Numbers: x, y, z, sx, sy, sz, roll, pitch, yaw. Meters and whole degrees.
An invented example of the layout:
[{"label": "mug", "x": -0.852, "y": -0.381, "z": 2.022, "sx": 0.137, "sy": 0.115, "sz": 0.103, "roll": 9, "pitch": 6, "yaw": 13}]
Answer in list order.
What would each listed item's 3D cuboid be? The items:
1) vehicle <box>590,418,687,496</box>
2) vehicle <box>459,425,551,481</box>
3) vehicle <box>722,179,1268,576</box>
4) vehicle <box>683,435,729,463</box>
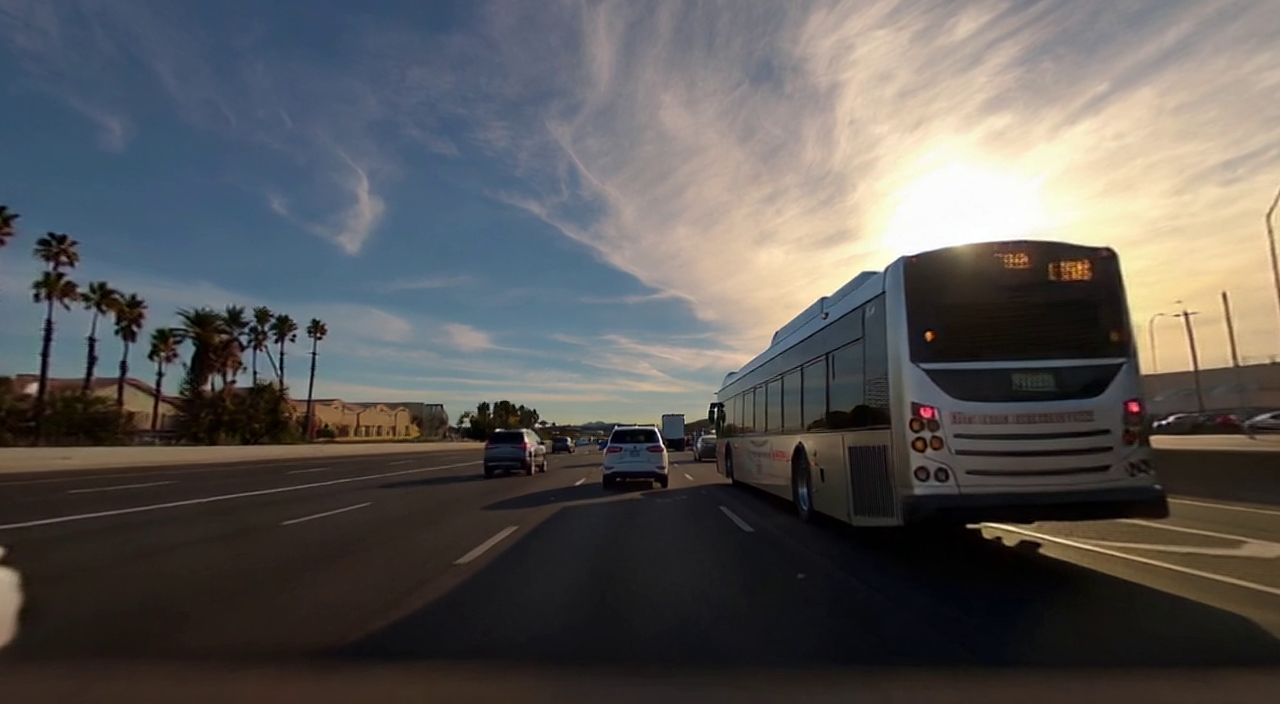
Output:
[{"label": "vehicle", "x": 0.008, "y": 2.777, "z": 16.940, "sx": 2.268, "sy": 1.796, "sz": 4.280, "roll": 0, "pitch": -8, "yaw": 1}, {"label": "vehicle", "x": -4.594, "y": 3.531, "z": 22.215, "sx": 2.100, "sy": 1.765, "sz": 4.743, "roll": 0, "pitch": -8, "yaw": 1}, {"label": "vehicle", "x": 4.030, "y": 1.194, "z": 12.810, "sx": 3.020, "sy": 3.622, "sz": 14.302, "roll": 0, "pitch": -8, "yaw": 1}, {"label": "vehicle", "x": 3.702, "y": 5.562, "z": 36.139, "sx": 2.039, "sy": 1.516, "sz": 4.521, "roll": 0, "pitch": -8, "yaw": -2}]
